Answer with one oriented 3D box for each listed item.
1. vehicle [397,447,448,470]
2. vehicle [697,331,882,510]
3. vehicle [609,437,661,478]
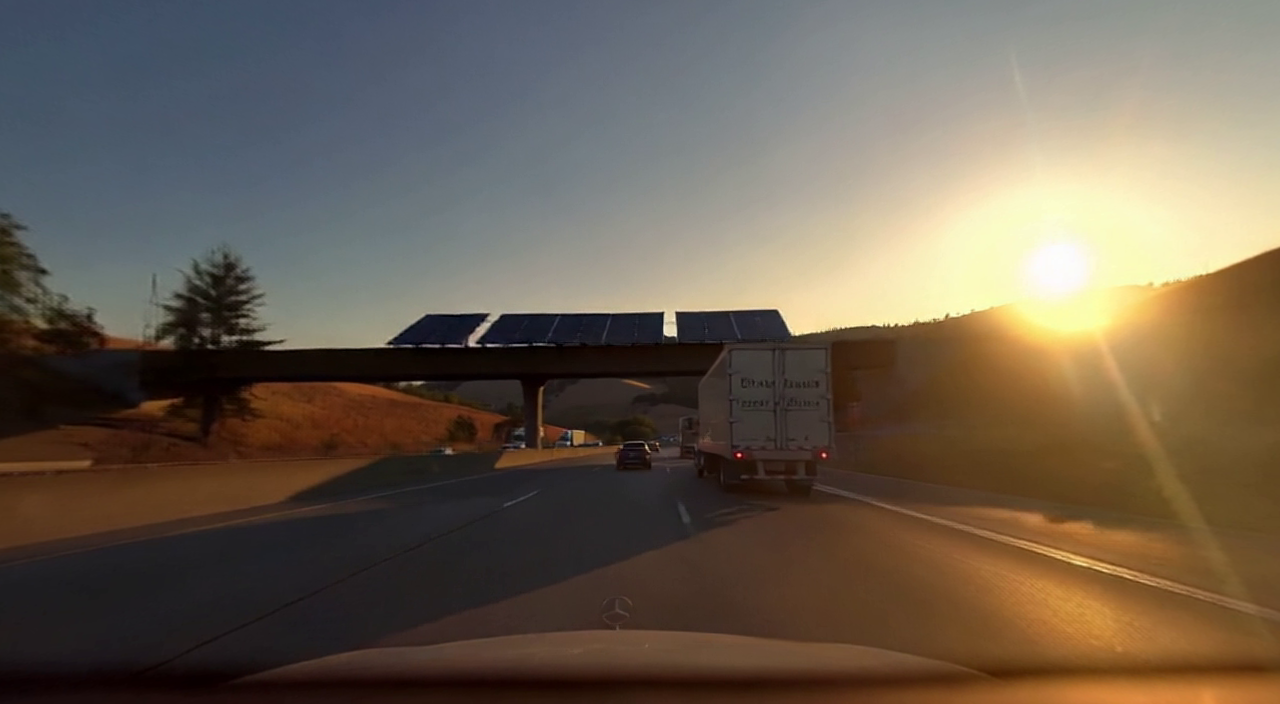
[{"bbox_3d":[-15.504,7.621,45.203,1.827,1.455,4.567,-1,-8,3],"label":"vehicle"},{"bbox_3d":[3.471,2.082,17.820,2.967,3.633,10.015,-1,-8,1],"label":"vehicle"},{"bbox_3d":[-0.141,4.436,26.854,2.066,1.581,4.268,-1,-8,2],"label":"vehicle"}]
